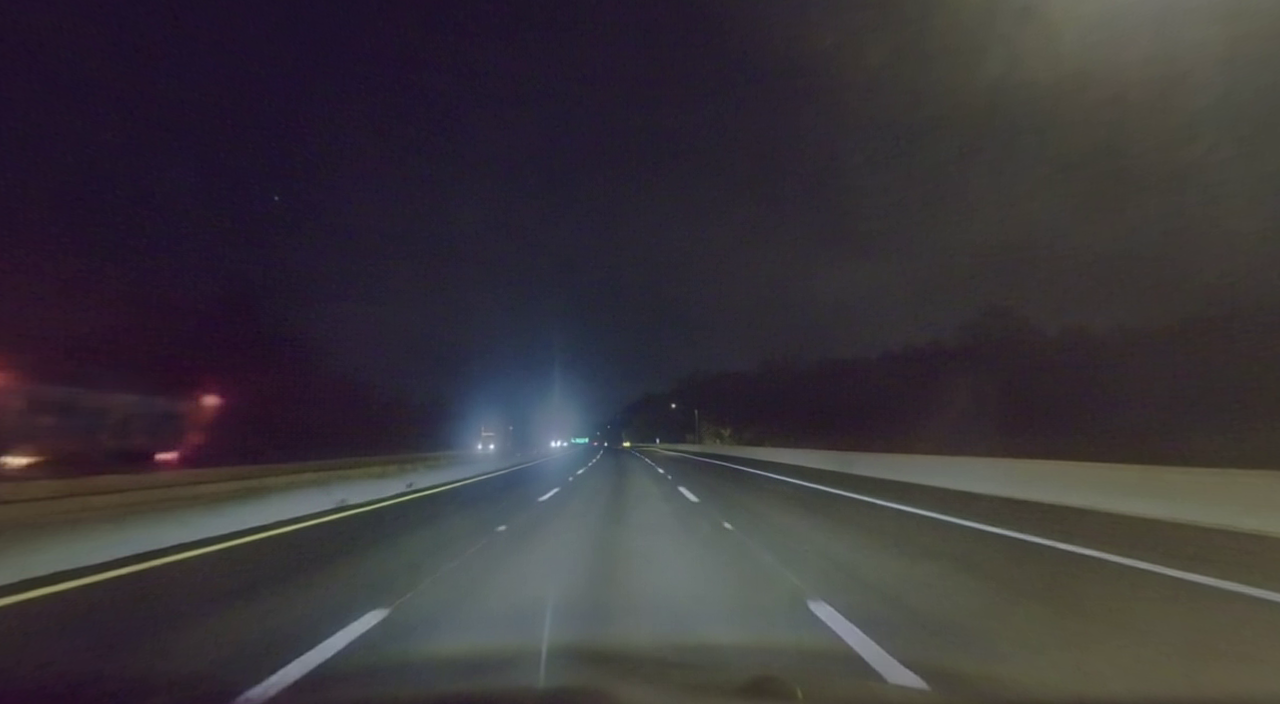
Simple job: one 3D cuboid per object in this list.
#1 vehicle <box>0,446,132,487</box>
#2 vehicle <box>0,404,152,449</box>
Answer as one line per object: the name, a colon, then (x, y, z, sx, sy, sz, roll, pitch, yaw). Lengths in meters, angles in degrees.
vehicle: (-17.219, 3.136, 17.446, 2.308, 0.982, 4.771, -1, -8, 1)
vehicle: (-17.223, 2.294, 18.914, 1.683, 1.216, 4.295, 0, -8, 0)
